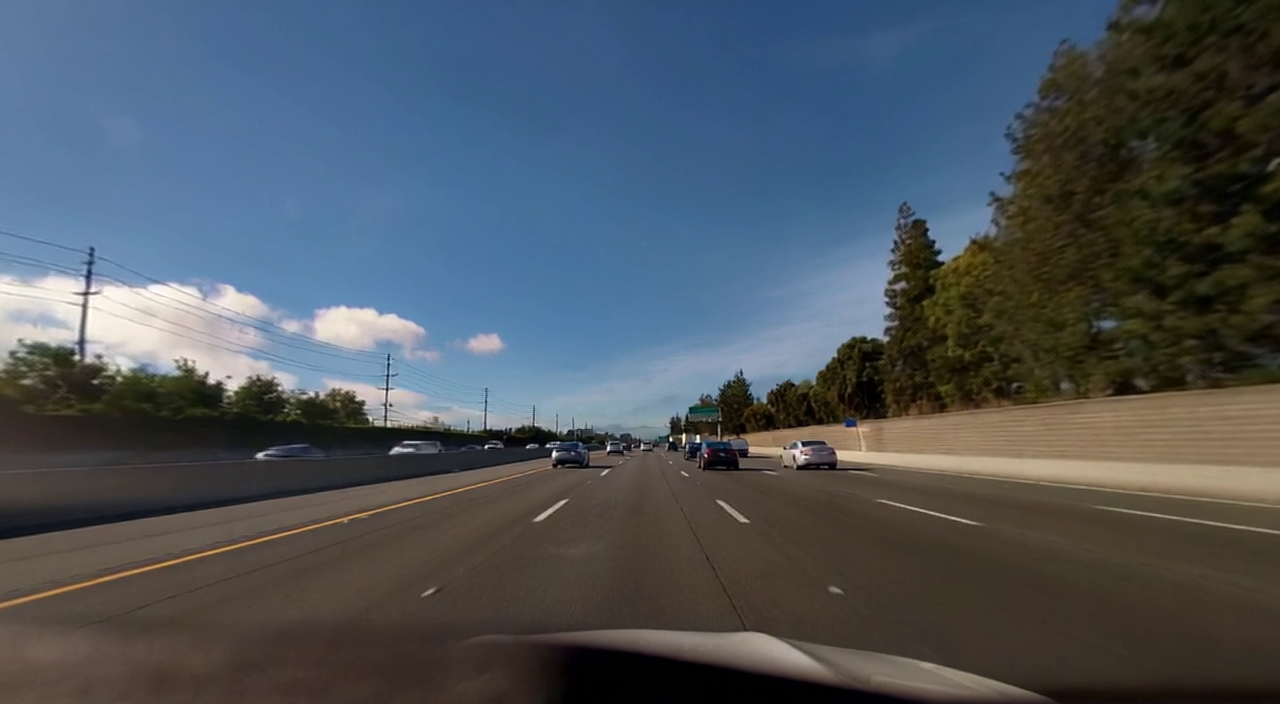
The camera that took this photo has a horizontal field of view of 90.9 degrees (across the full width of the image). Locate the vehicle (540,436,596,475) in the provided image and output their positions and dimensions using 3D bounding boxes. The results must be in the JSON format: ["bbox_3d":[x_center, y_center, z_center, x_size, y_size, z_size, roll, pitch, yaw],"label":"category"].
[{"bbox_3d":[-3.381,4.967,30.548,2.106,1.682,4.395,-1,-8,2],"label":"vehicle"}]

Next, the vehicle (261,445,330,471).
[{"bbox_3d":[-20.985,6.448,38.632,1.752,1.436,4.162,-1,-8,2],"label":"vehicle"}]

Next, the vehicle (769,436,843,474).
[{"bbox_3d":[7.348,4.606,28.500,1.988,1.518,4.856,-1,-8,0],"label":"vehicle"}]

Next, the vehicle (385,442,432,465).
[{"bbox_3d":[-15.901,7.005,43.548,1.777,1.474,3.706,-1,-8,1],"label":"vehicle"}]

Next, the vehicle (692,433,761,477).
[{"bbox_3d":[3.462,4.208,26.036,2.146,1.639,4.475,-1,-8,-1],"label":"vehicle"}]
